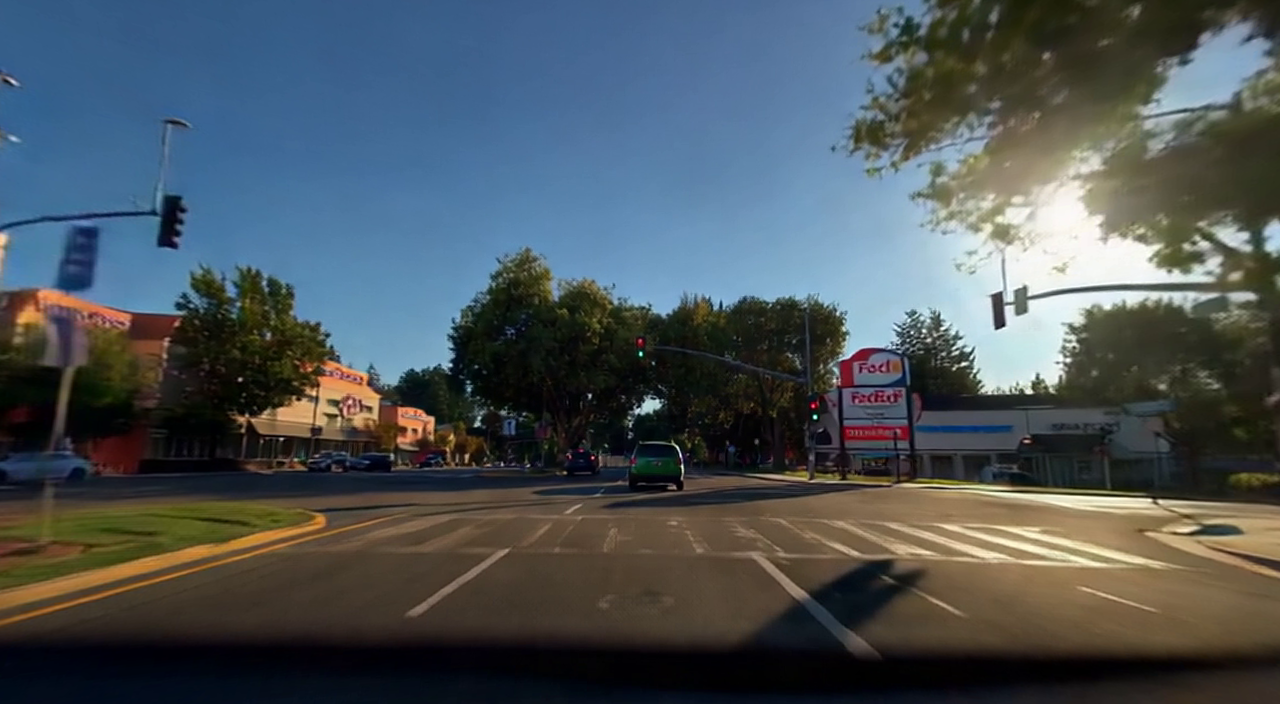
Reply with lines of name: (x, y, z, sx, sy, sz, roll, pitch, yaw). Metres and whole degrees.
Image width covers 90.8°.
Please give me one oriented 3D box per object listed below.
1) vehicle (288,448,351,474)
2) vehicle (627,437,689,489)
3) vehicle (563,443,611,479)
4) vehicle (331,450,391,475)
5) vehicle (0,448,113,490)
vehicle: (-24.728, 8.419, 49.005, 2.182, 1.906, 5.364, 0, -9, -1)
vehicle: (0.683, 4.480, 25.838, 2.273, 1.909, 5.075, 0, -9, 0)
vehicle: (-2.875, 6.030, 35.235, 2.202, 1.856, 4.516, 0, -9, 1)
vehicle: (-19.379, 7.656, 44.143, 1.948, 1.586, 4.962, 0, -9, 0)
vehicle: (-24.544, 4.658, 25.558, 2.030, 1.522, 5.068, 0, -9, 0)
